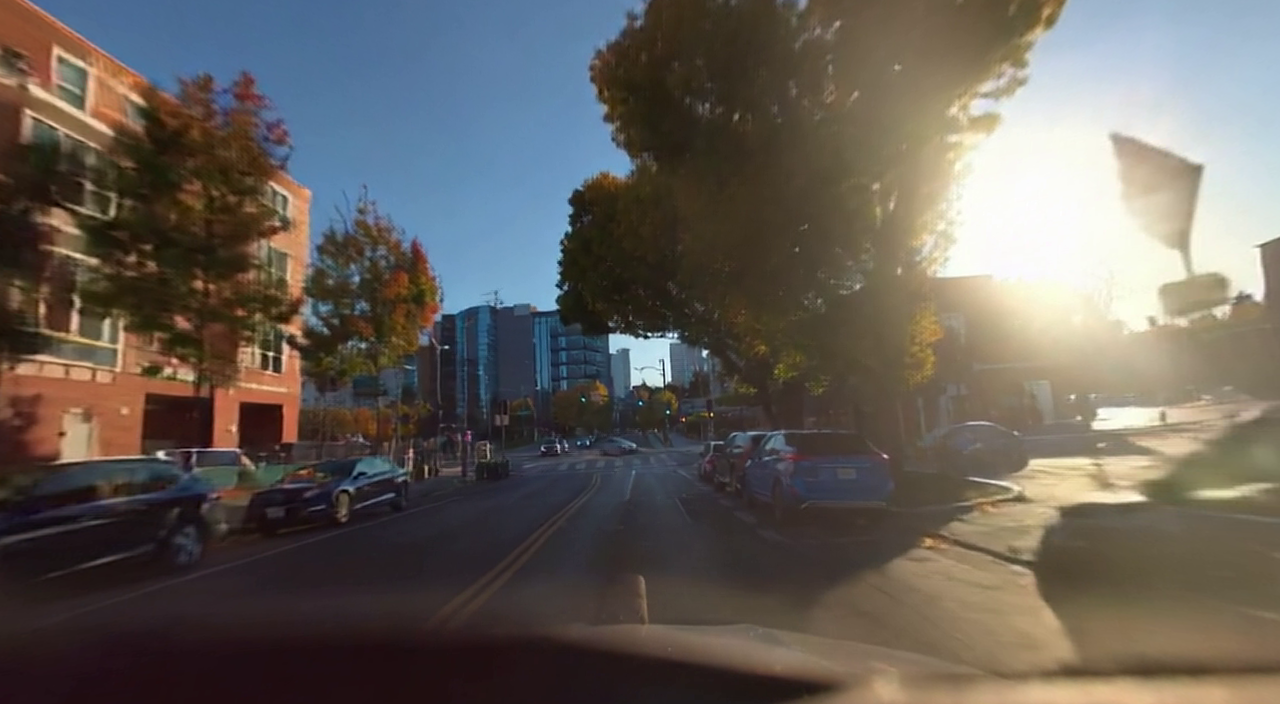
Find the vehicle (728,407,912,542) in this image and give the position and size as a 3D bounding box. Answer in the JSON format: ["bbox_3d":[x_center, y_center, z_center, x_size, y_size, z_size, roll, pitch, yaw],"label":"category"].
[{"bbox_3d":[2.830,2.035,11.184,1.954,1.845,4.682,-1,-8,1],"label":"vehicle"}]

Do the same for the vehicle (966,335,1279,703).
[{"bbox_3d":[3.402,0.746,1.997,1.886,1.740,5.167,0,-8,-1],"label":"vehicle"}]

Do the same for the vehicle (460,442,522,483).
[{"bbox_3d":[-6.877,5.112,29.589,1.893,1.758,4.019,-1,-8,0],"label":"vehicle"}]

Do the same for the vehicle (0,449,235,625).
[{"bbox_3d":[-6.603,1.832,6.727,1.723,1.520,4.439,0,-8,-2],"label":"vehicle"}]

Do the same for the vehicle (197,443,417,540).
[{"bbox_3d":[-6.589,2.799,13.327,2.033,1.523,4.867,-3,-9,0],"label":"vehicle"}]
